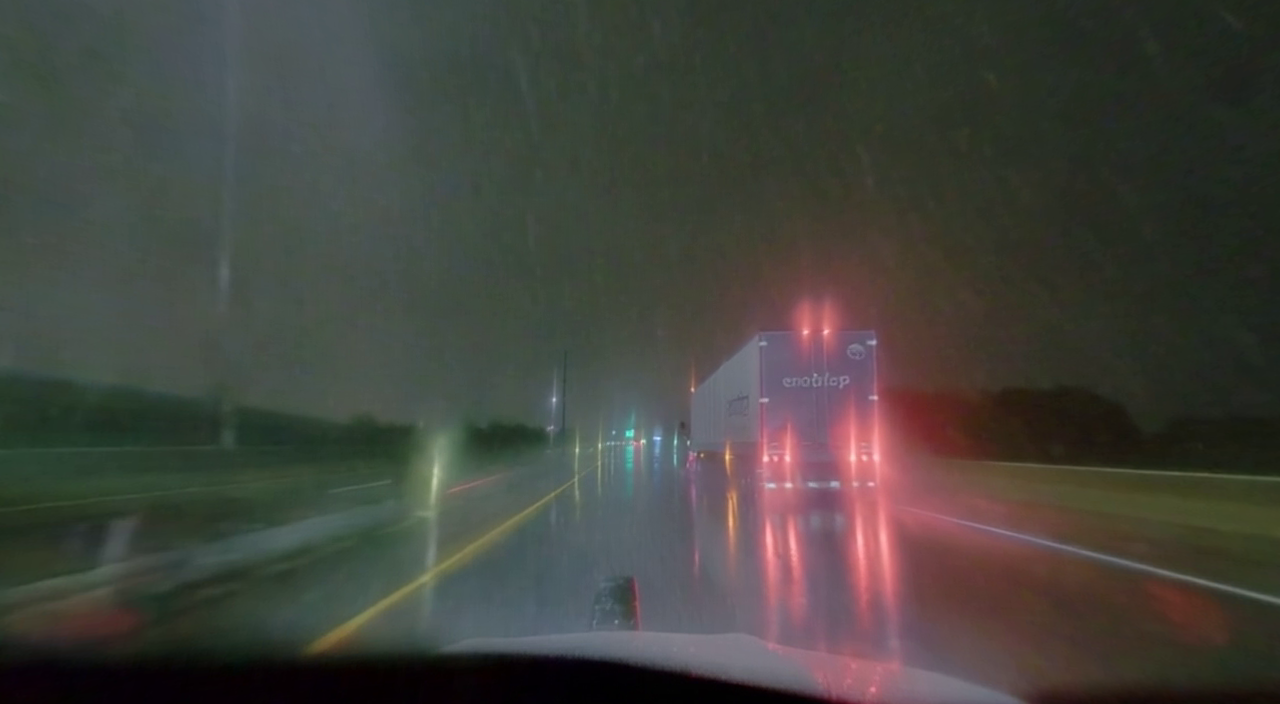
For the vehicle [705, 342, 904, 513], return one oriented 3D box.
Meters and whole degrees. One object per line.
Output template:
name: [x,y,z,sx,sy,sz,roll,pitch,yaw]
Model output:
vehicle: [3.447,1.902,15.443,2.702,3.193,7.196,0,-8,-2]
